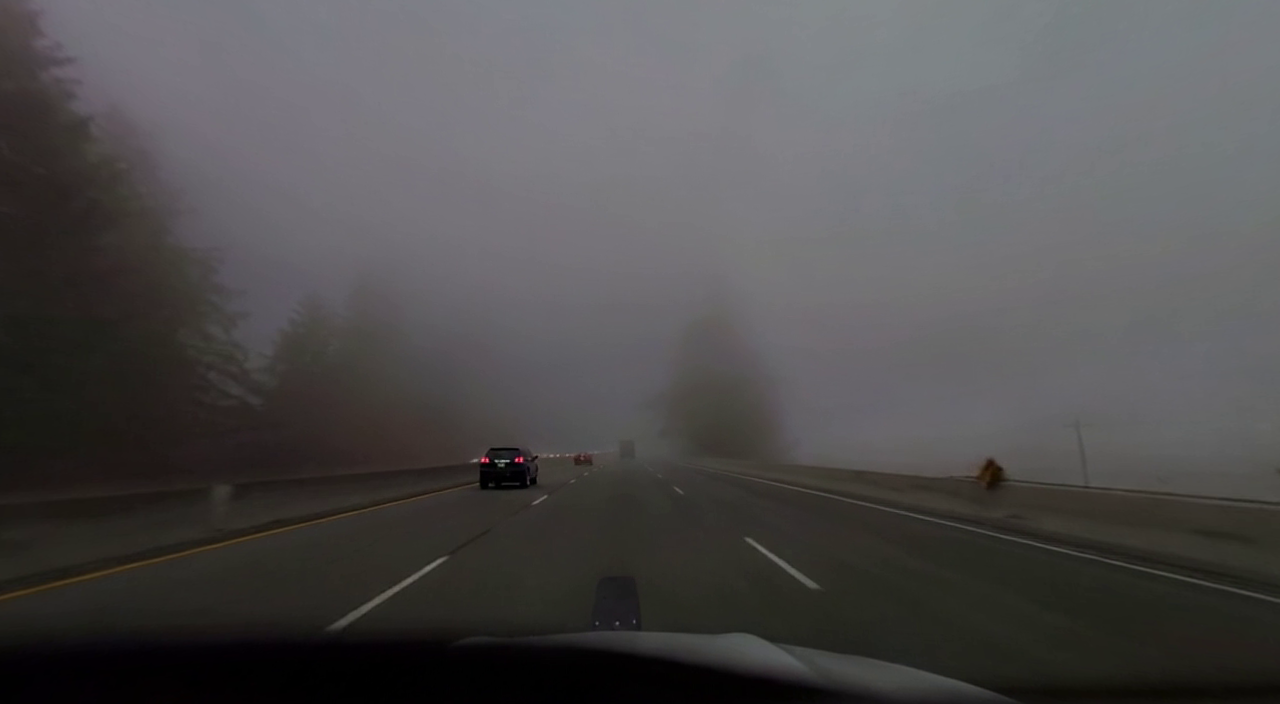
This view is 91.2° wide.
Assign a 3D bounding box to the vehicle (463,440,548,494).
[{"bbox_3d":[-4.623,4.013,22.230,2.151,1.693,4.201,0,-9,-1],"label":"vehicle"}]
